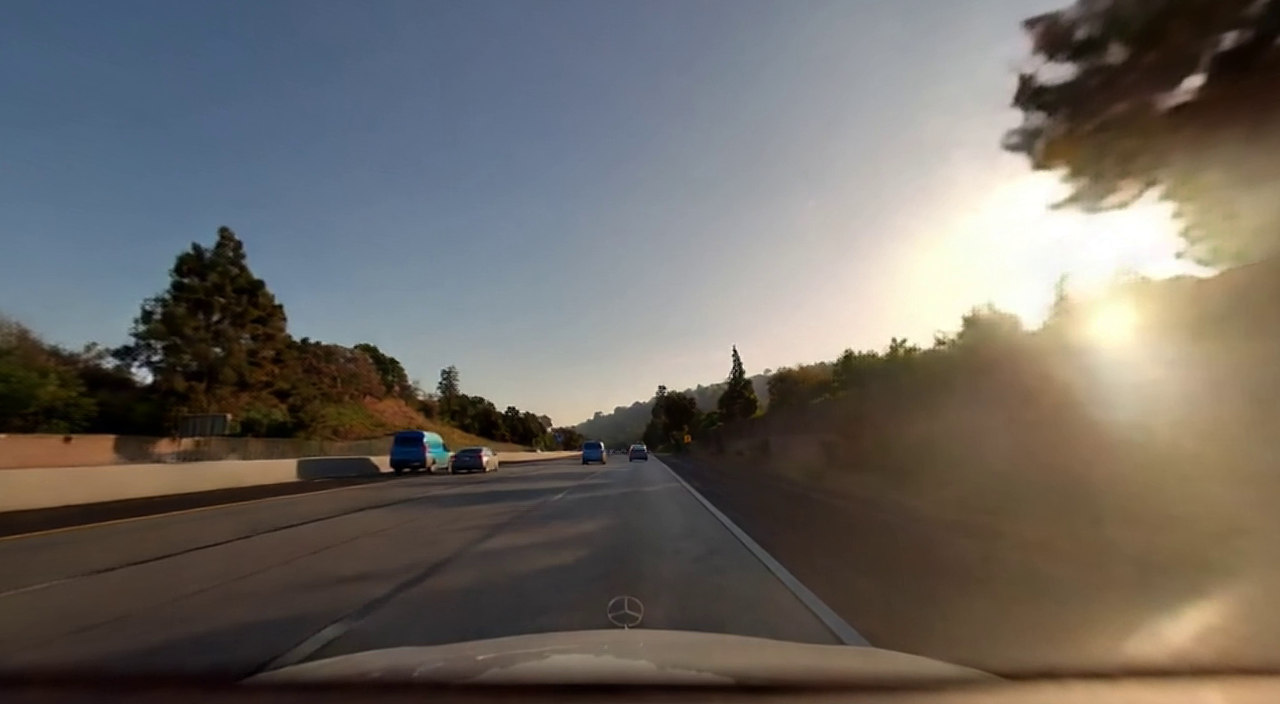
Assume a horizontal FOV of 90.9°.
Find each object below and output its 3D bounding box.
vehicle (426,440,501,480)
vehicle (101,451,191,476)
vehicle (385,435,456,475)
[{"bbox_3d":[-7.544,4.637,27.320,2.014,1.598,4.015,0,-8,1],"label":"vehicle"},{"bbox_3d":[-31.687,7.123,40.643,2.068,1.476,4.548,0,-8,0],"label":"vehicle"},{"bbox_3d":[-11.016,5.202,32.067,1.977,1.870,4.525,0,-8,0],"label":"vehicle"}]
